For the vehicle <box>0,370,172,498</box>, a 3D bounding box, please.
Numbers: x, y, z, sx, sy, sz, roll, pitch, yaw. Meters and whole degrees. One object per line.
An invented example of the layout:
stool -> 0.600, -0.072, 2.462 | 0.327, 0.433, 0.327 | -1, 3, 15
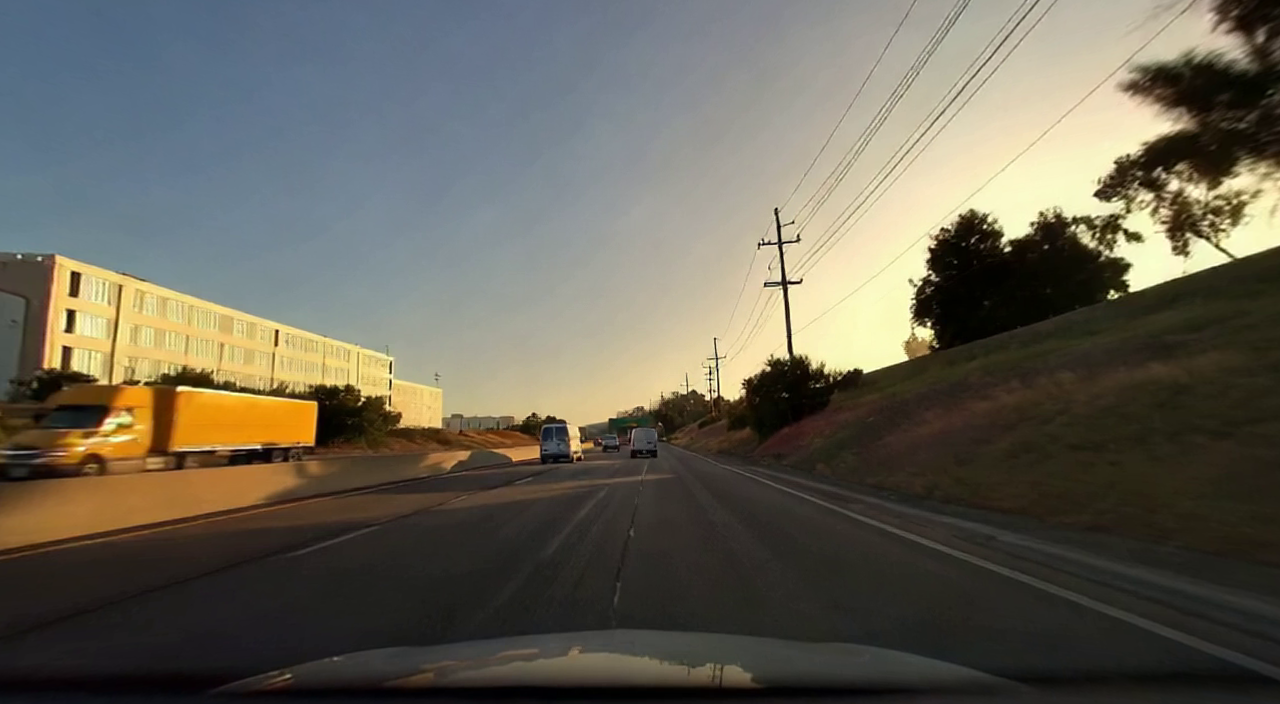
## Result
vehicle -> -18.605, 2.694, 20.768 | 3.154, 3.819, 3.765 | 0, -7, 0

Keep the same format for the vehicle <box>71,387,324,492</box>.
vehicle -> -18.440, 3.832, 27.869 | 2.816, 3.644, 11.322 | 0, -8, 1

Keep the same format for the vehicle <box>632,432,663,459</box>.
vehicle -> 0.534, 7.131, 48.125 | 2.213, 1.997, 4.456 | 0, -8, -1

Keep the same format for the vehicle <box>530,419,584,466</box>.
vehicle -> -5.090, 5.664, 39.644 | 2.437, 2.677, 6.858 | 0, -8, 0
